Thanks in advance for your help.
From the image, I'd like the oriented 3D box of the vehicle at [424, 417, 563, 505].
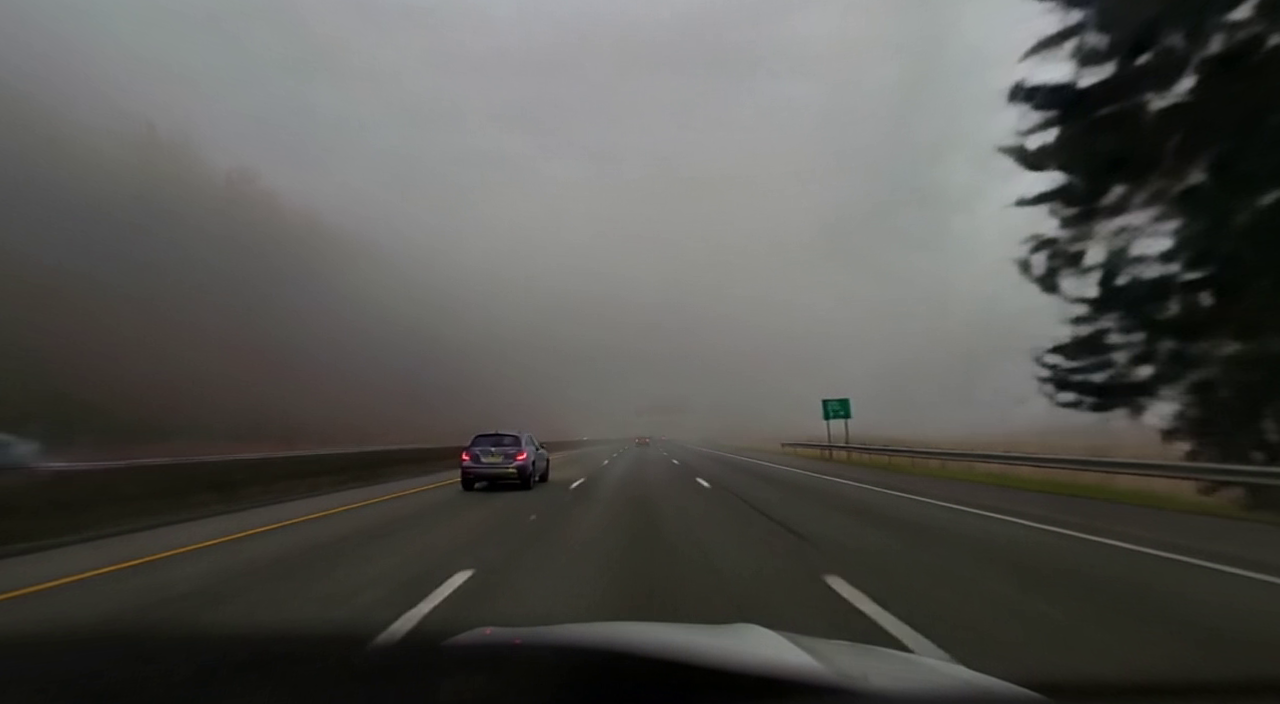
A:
[{"bbox_3d":[-3.046,2.364,14.130,2.084,1.654,4.080,0,-8,1],"label":"vehicle"}]
